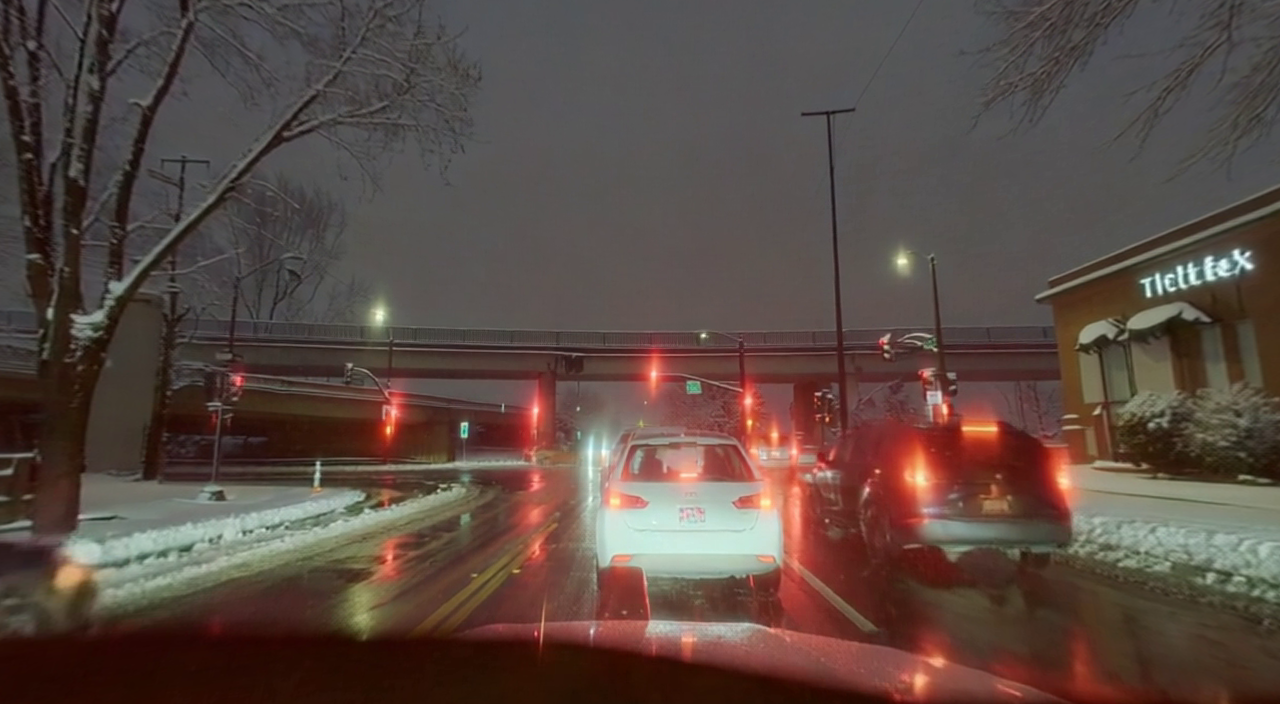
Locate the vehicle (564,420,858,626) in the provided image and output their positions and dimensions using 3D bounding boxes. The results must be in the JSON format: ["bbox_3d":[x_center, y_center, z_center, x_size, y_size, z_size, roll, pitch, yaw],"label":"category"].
[{"bbox_3d":[0.518,1.544,6.705,2.101,1.467,4.210,0,-8,0],"label":"vehicle"}]

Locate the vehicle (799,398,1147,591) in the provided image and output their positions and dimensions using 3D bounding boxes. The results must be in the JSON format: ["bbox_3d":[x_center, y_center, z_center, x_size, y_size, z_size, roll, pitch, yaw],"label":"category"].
[{"bbox_3d":[3.672,1.653,8.185,2.062,1.781,4.488,0,-8,0],"label":"vehicle"}]

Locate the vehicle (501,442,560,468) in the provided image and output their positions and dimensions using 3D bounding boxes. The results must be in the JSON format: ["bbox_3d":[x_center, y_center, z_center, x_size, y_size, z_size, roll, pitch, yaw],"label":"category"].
[{"bbox_3d":[-6.588,6.268,38.491,1.873,1.462,4.283,-3,-9,16],"label":"vehicle"}]

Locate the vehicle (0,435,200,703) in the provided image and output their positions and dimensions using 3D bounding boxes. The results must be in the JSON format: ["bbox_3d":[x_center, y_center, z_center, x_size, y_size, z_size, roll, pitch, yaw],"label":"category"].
[{"bbox_3d":[-3.947,0.949,1.618,2.082,1.484,4.865,0,-8,1],"label":"vehicle"}]
